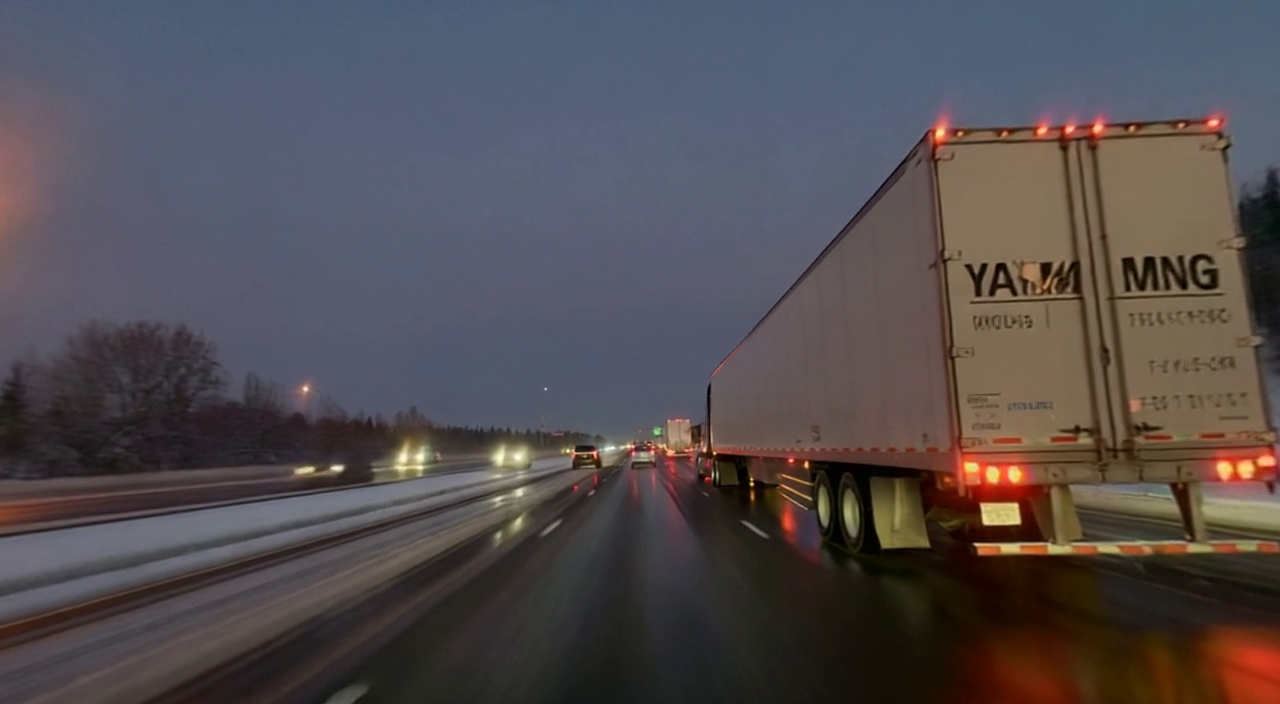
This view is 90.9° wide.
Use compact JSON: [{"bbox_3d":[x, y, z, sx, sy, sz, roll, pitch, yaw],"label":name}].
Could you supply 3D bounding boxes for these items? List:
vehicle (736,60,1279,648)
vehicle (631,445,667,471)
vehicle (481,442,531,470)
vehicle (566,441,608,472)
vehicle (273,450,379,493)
[{"bbox_3d":[3.968,0.814,10.549,2.821,4.077,12.562,0,-9,0],"label":"vehicle"},{"bbox_3d":[0.535,6.534,39.030,2.063,1.469,4.208,0,-9,0],"label":"vehicle"},{"bbox_3d":[-8.629,6.734,41.066,2.076,1.678,5.116,0,-9,1],"label":"vehicle"},{"bbox_3d":[-3.088,6.196,37.531,2.058,1.711,4.226,0,-9,1],"label":"vehicle"},{"bbox_3d":[-12.192,4.620,24.859,1.839,1.503,4.410,0,-9,1],"label":"vehicle"}]
